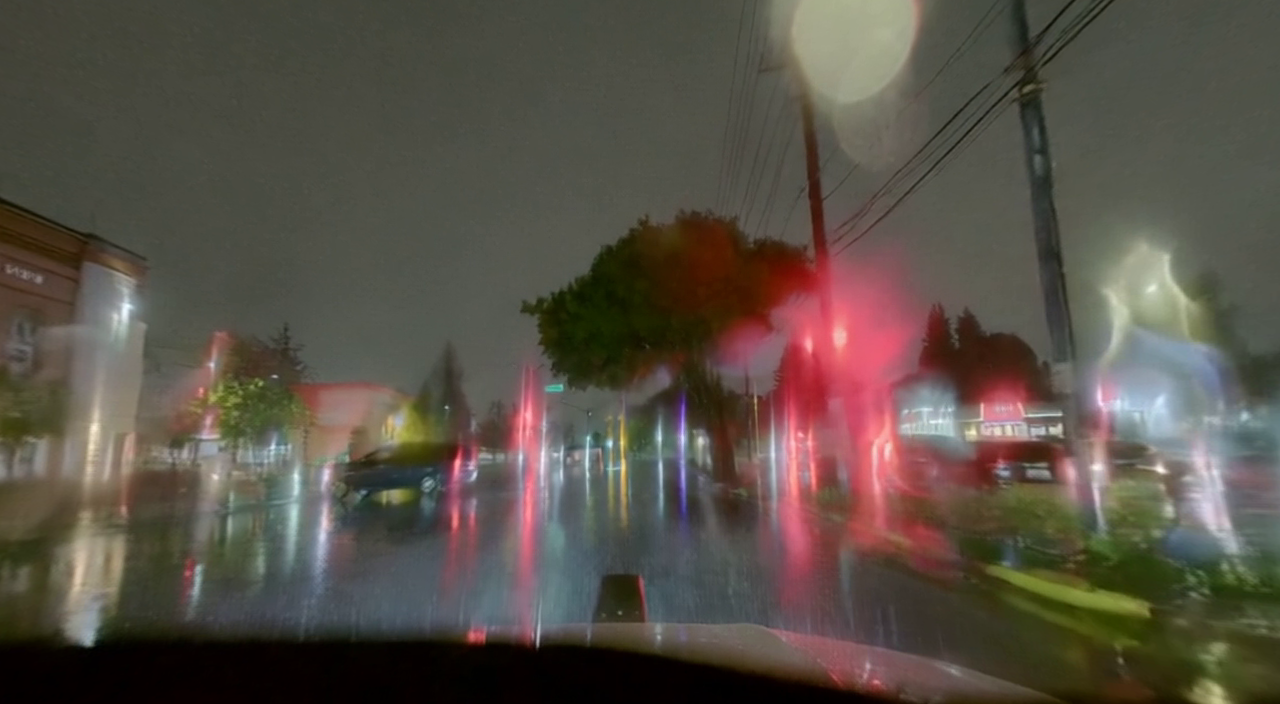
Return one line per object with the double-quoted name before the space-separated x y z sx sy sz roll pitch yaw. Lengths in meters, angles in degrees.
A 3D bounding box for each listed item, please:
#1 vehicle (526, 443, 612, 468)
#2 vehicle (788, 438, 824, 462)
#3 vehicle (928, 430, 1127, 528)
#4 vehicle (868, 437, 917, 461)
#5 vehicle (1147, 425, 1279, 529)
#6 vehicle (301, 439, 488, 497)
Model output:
"vehicle" -4.362 6.385 39.052 4.792 1.468 2.116 -2 -9 14
"vehicle" 11.316 6.738 43.417 2.061 1.519 4.794 -2 -9 11
"vehicle" 7.035 2.301 12.098 1.867 1.479 4.452 -2 -9 13
"vehicle" 16.517 6.364 41.510 1.951 1.491 4.359 -1 -9 8
"vehicle" 11.336 2.130 11.162 2.031 1.592 4.470 -3 -9 16
"vehicle" -6.626 3.165 17.386 4.376 1.476 1.791 -1 -8 2
